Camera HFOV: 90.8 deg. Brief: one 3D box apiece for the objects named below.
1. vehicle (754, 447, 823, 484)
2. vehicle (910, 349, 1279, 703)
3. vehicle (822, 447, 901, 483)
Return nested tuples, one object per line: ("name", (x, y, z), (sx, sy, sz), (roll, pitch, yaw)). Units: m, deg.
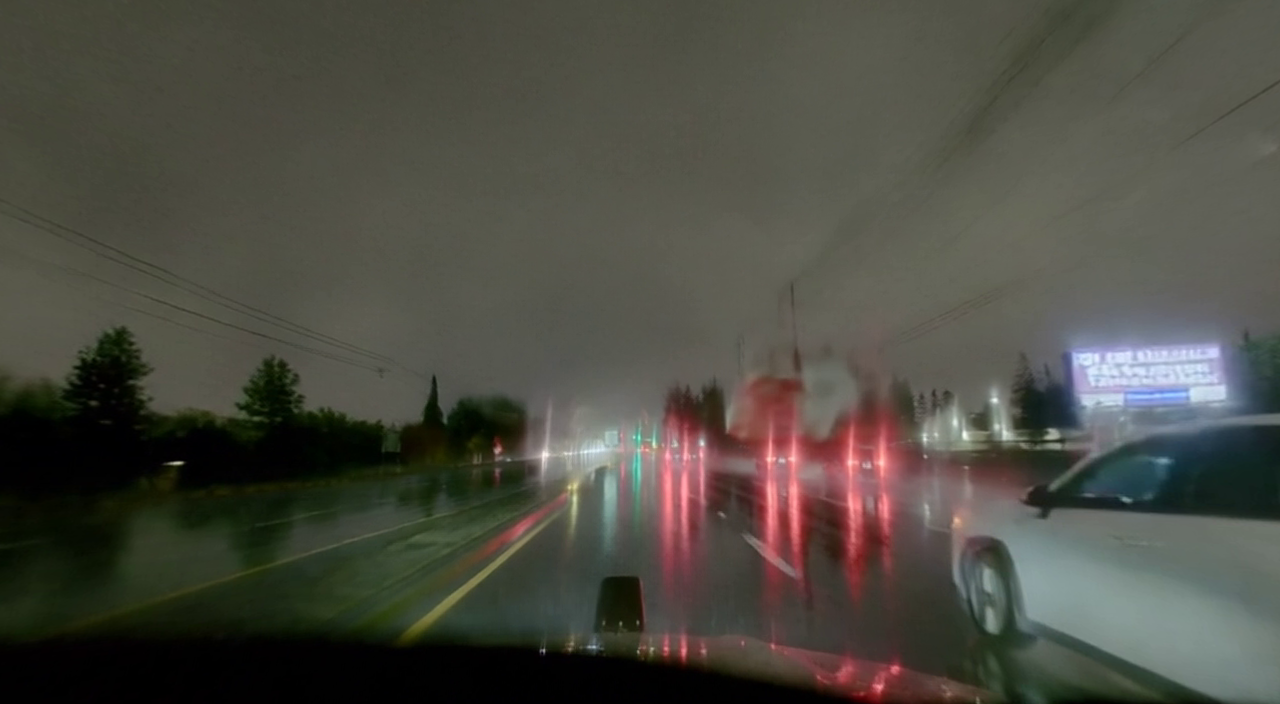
("vehicle", (6.358, 4.884, 27.530), (1.882, 1.476, 4.344), (0, -8, -1))
("vehicle", (3.259, 0.958, 3.046), (2.078, 1.668, 4.078), (0, -8, 0))
("vehicle", (9.935, 5.055, 28.733), (1.874, 1.482, 4.545), (0, -8, -1))
